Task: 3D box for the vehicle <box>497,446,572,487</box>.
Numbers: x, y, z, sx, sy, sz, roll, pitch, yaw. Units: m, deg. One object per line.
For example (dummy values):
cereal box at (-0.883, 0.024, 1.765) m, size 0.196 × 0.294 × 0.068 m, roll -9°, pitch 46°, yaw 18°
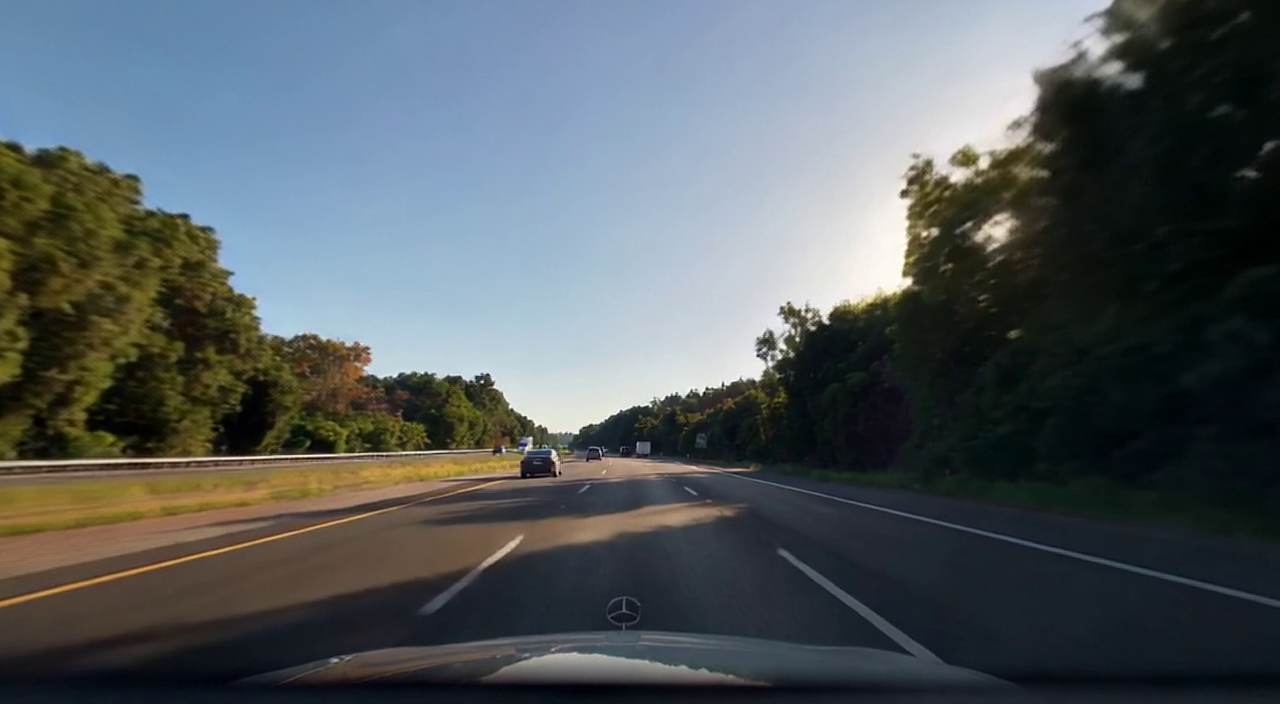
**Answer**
vehicle at (-4.074, 4.504, 25.150) m, size 2.169 × 1.473 × 4.631 m, roll 0°, pitch -9°, yaw 0°
